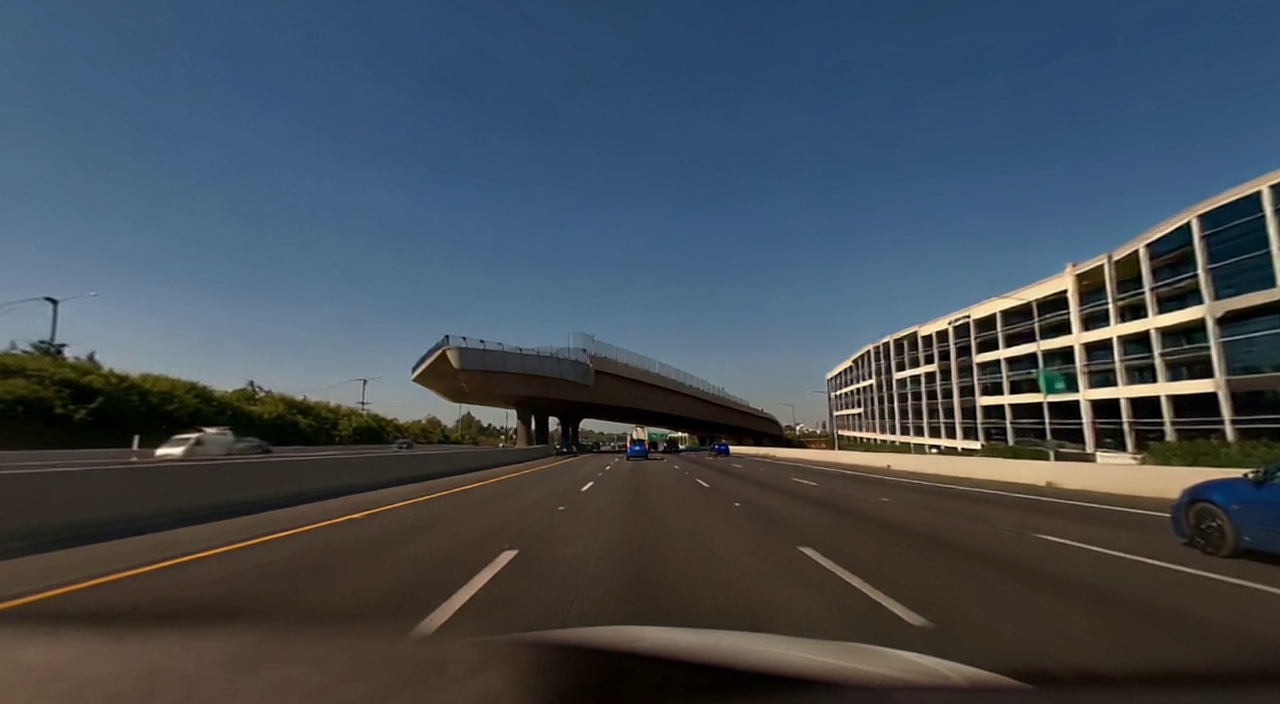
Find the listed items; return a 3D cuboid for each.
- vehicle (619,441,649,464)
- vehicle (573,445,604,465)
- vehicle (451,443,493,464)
[{"bbox_3d":[-0.388,7.157,44.836,2.036,1.542,3.891,0,-8,0],"label":"vehicle"},{"bbox_3d":[-3.604,7.308,44.688,1.825,1.347,3.773,0,-8,0],"label":"vehicle"},{"bbox_3d":[-12.656,7.629,47.558,1.901,1.488,4.435,0,-8,1],"label":"vehicle"}]
